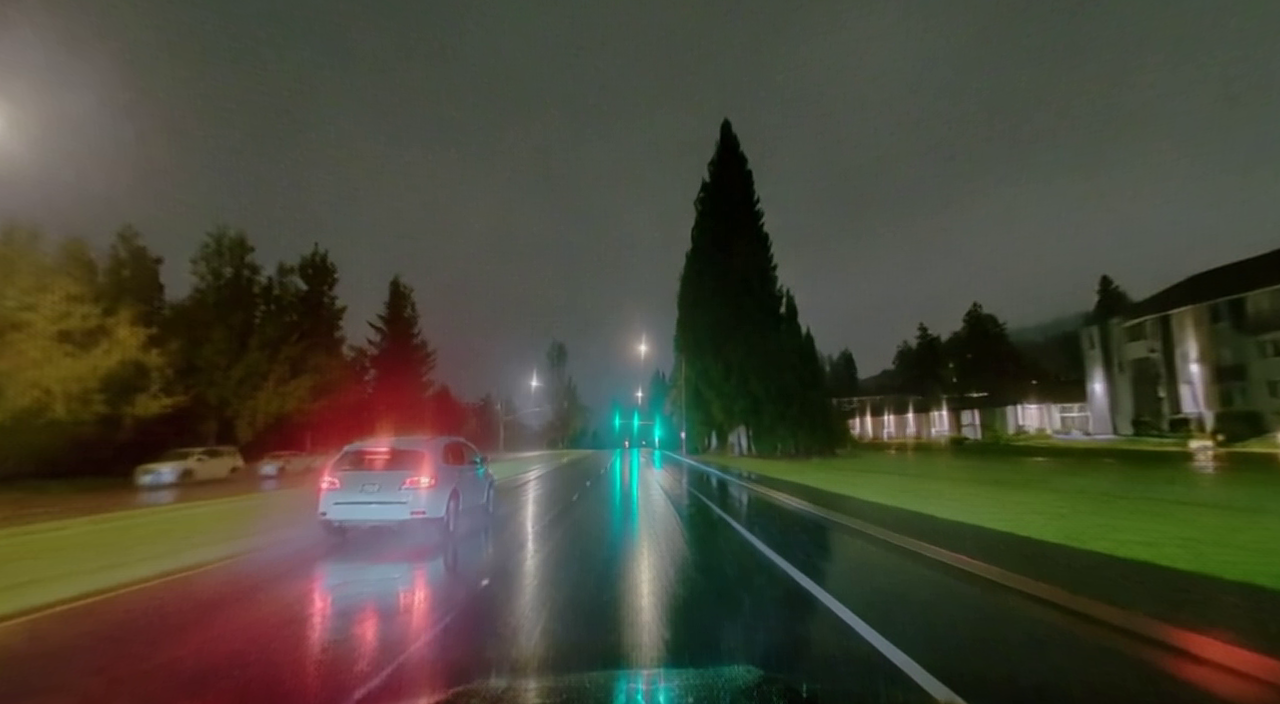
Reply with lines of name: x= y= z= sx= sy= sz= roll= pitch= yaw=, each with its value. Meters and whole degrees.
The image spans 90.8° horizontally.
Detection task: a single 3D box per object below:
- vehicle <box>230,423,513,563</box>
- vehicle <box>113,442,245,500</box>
vehicle: x=-3.387 y=1.878 z=9.286 sx=2.020 sy=1.478 sz=4.890 roll=0 pitch=-8 yaw=0
vehicle: x=-17.660 y=4.509 z=24.505 sx=1.996 sy=1.675 sz=4.437 roll=-4 pitch=-6 yaw=-3
